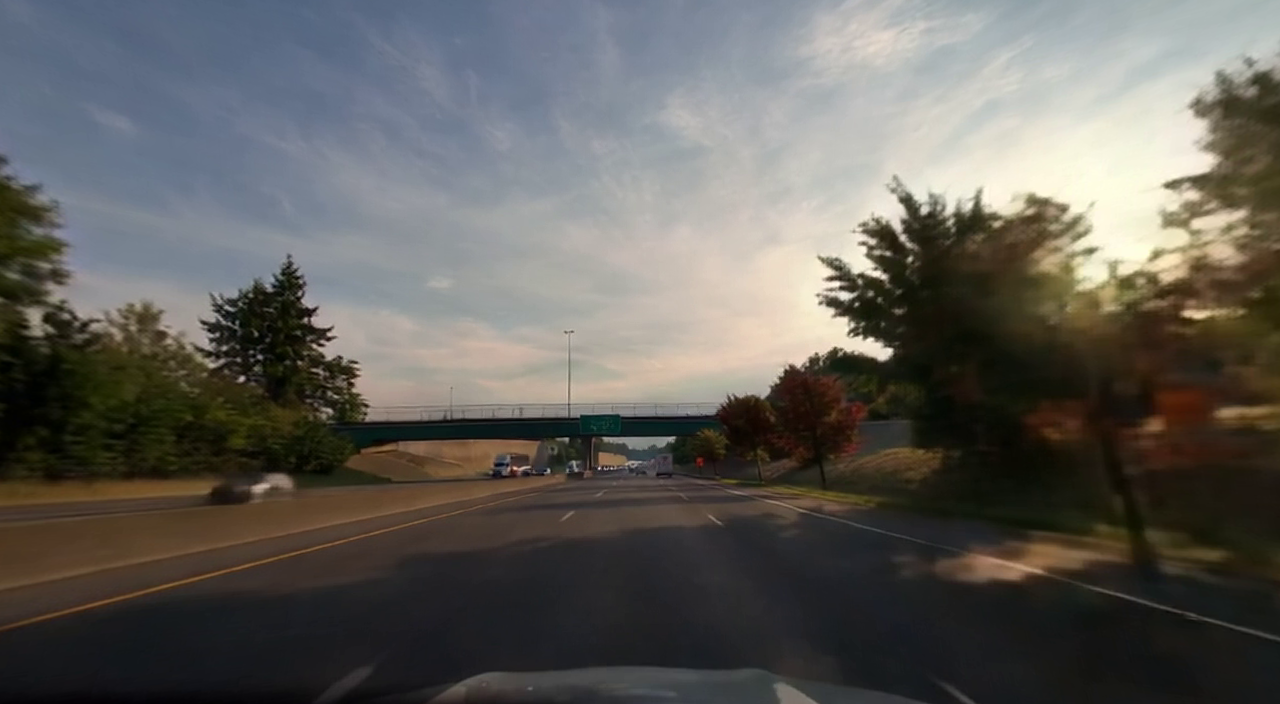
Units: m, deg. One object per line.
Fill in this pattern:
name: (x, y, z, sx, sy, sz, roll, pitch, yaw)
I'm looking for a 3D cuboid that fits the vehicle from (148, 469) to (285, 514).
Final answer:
vehicle: (-16.229, 5.348, 24.503, 1.966, 1.490, 4.753, 1, -10, 0)
